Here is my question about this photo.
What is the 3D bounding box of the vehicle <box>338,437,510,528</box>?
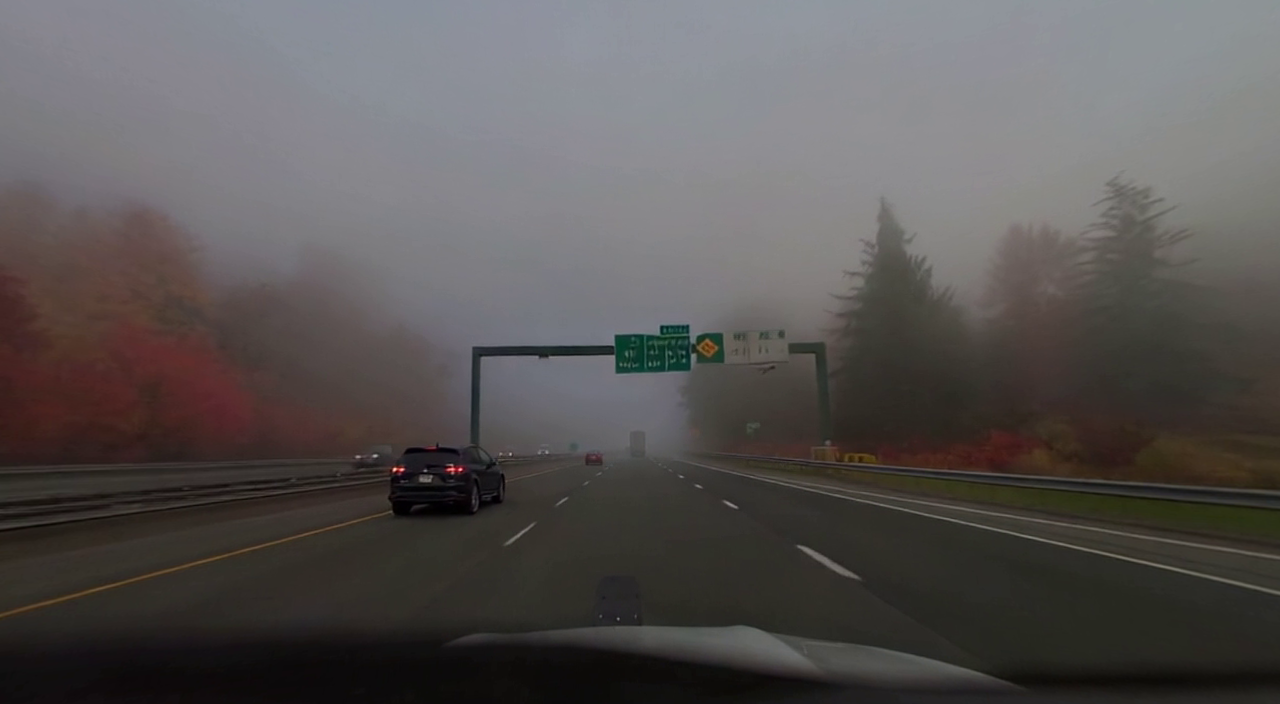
[{"bbox_3d":[-4.101,2.537,12.741,2.071,1.525,4.058,0,-9,0],"label":"vehicle"}]
